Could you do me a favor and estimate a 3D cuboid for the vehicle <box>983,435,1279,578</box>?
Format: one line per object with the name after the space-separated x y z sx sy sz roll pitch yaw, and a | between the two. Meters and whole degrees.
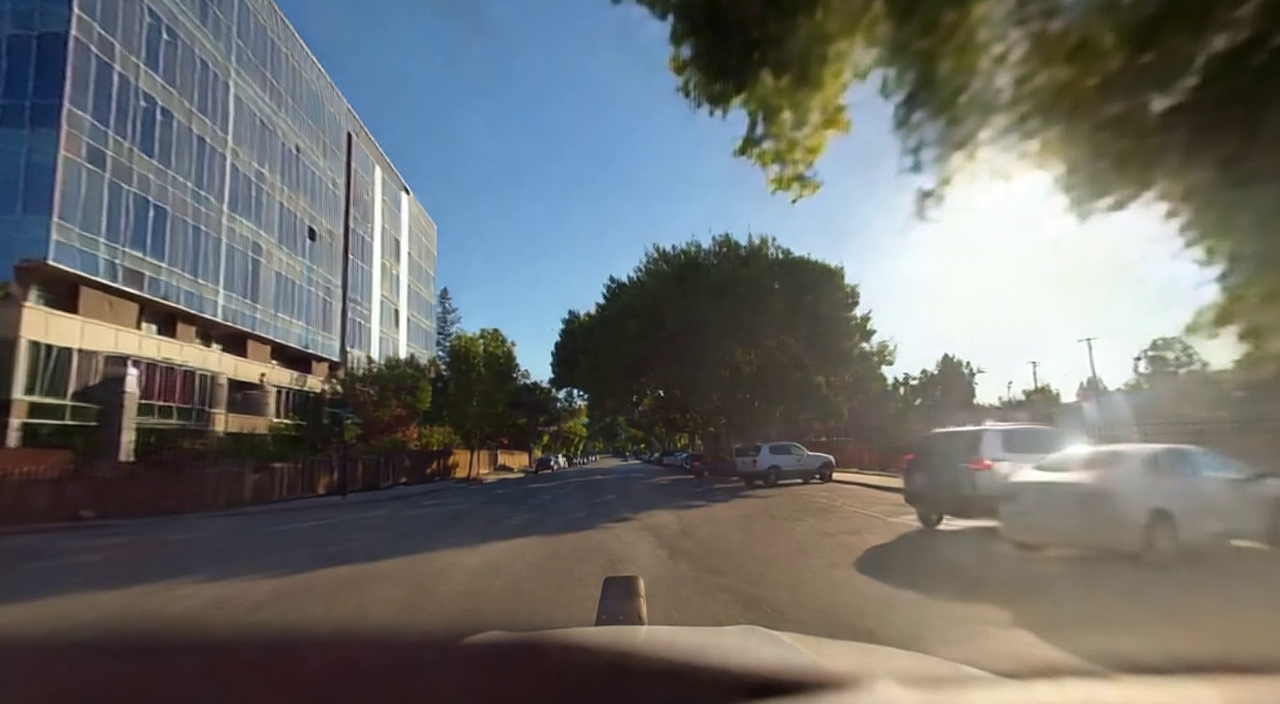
6.939 1.937 8.661 4.402 1.474 1.957 6 -11 -33 | vehicle

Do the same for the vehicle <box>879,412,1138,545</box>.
6.817 2.204 11.539 4.892 1.927 2.065 6 -11 -35 | vehicle

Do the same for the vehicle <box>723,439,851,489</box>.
6.382 4.780 27.314 5.061 1.829 2.274 2 -10 -29 | vehicle
